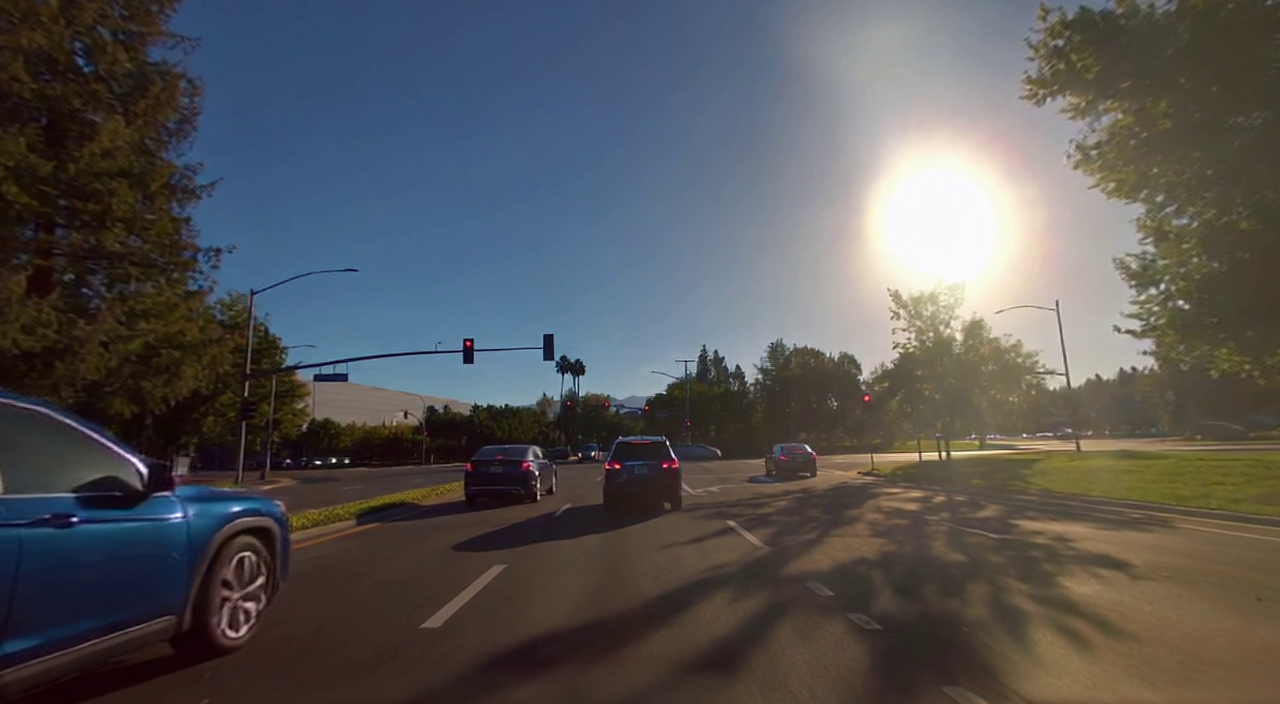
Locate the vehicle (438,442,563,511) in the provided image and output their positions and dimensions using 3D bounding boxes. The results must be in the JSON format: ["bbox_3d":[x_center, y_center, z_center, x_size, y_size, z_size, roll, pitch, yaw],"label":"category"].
[{"bbox_3d":[-3.408,3.146,16.566,2.061,1.504,5.142,0,-9,0],"label":"vehicle"}]

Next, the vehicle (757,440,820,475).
[{"bbox_3d":[7.972,5.719,34.447,2.166,1.761,4.692,0,-9,-2],"label":"vehicle"}]

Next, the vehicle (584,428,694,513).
[{"bbox_3d":[-0.003,2.811,15.413,2.298,1.770,4.138,0,-9,0],"label":"vehicle"}]

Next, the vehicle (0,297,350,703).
[{"bbox_3d":[-3.532,0.756,2.445,2.320,1.863,5.148,0,-9,0],"label":"vehicle"}]
